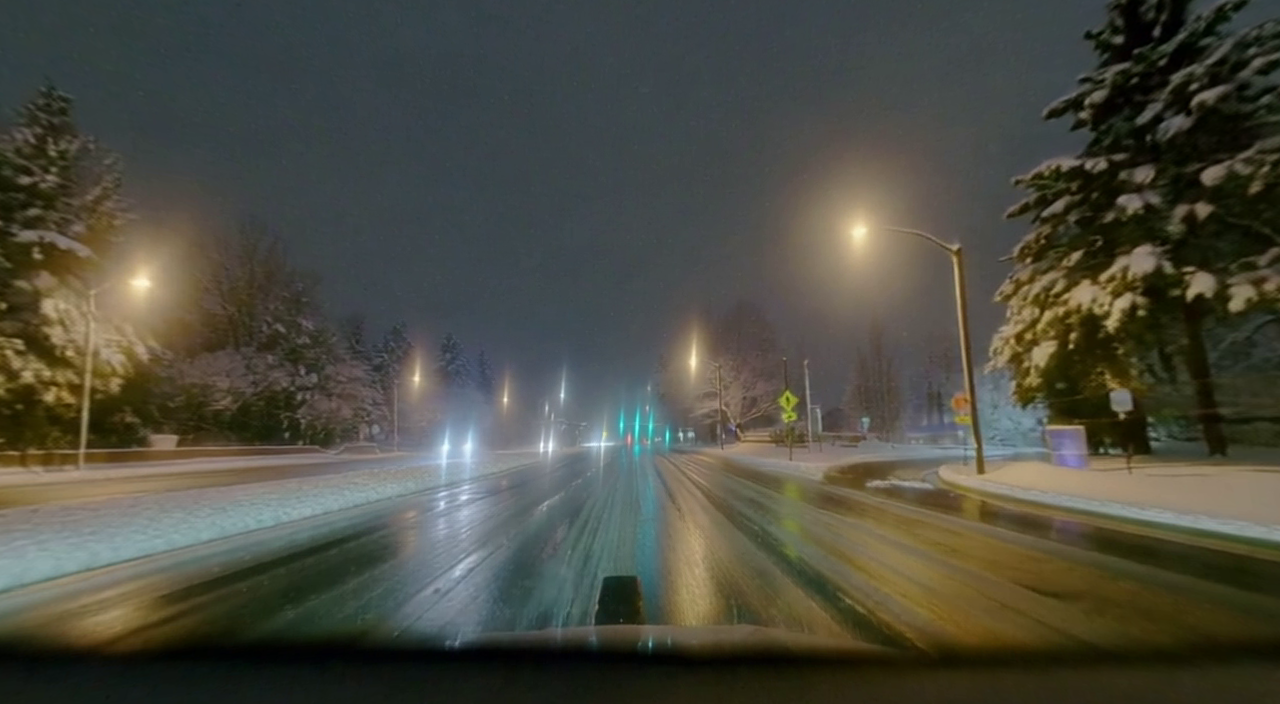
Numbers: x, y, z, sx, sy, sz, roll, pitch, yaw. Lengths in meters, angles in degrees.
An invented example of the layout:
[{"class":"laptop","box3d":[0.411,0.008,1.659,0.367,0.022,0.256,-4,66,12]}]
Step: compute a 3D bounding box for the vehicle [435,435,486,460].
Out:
[{"class":"vehicle","box3d":[-12.924,6.917,45.837,2.156,1.728,4.968,0,-9,1]}]
